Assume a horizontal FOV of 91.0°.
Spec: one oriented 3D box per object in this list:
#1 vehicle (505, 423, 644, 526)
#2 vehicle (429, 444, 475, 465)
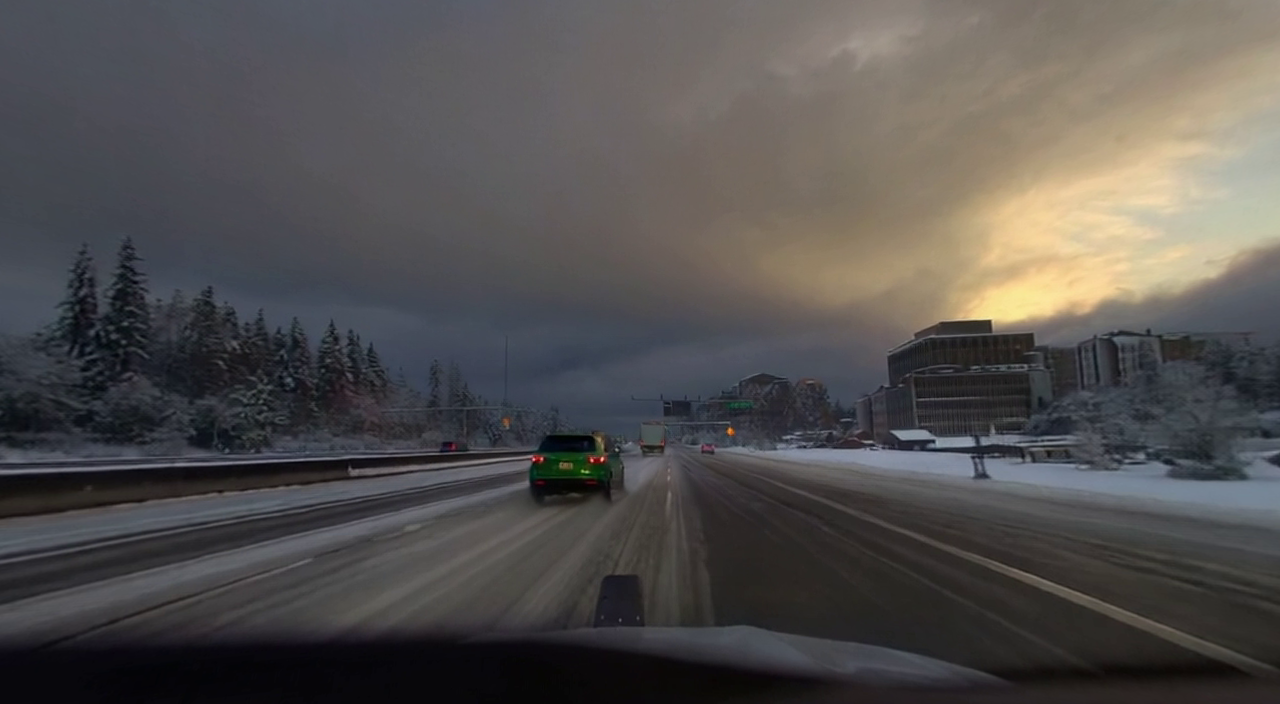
[{"bbox_3d":[-1.121,2.441,13.089,2.111,1.742,4.315,0,-9,4],"label":"vehicle"},{"bbox_3d":[-14.449,7.925,48.645,1.965,1.503,4.579,0,-9,3],"label":"vehicle"}]
